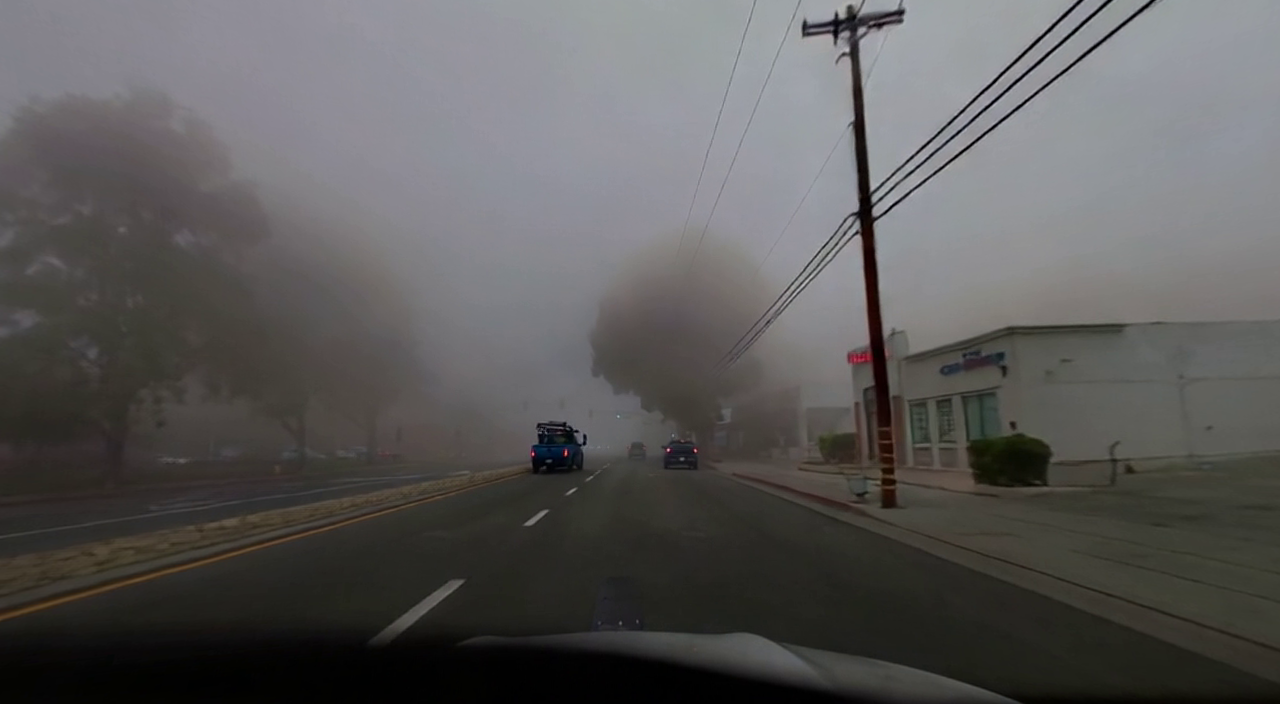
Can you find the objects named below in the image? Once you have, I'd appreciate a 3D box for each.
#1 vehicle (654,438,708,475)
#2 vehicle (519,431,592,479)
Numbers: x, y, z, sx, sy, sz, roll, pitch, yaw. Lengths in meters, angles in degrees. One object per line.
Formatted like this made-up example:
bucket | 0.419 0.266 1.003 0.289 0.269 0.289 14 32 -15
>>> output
vehicle | 1.715 4.588 27.888 2.103 1.487 4.101 0 -8 0
vehicle | -3.344 4.219 26.113 2.464 1.777 5.128 0 -8 -2
